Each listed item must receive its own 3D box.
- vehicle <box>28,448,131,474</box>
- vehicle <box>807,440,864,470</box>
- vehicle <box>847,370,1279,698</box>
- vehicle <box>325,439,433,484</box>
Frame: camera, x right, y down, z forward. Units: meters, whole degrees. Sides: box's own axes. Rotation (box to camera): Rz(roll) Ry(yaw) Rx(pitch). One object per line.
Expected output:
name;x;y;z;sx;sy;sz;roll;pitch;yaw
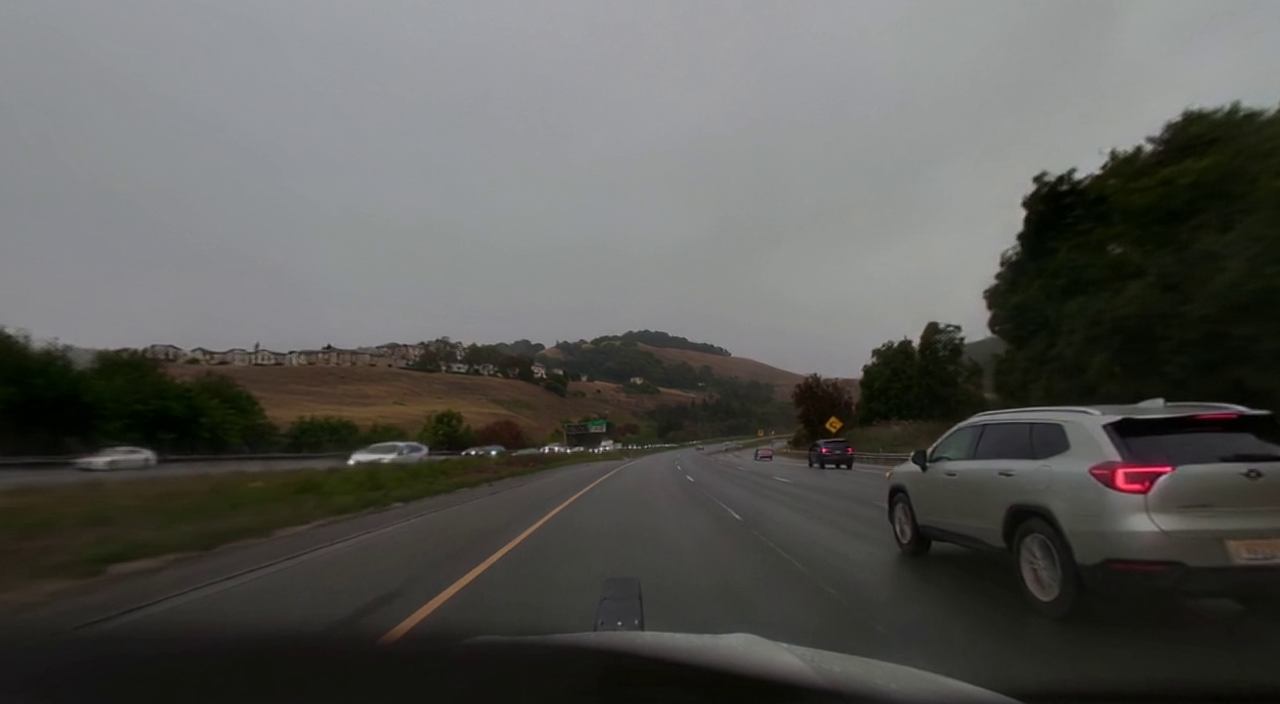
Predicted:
vehicle;-35.307;6.870;39.821;1.809;1.505;4.810;-1;-9;5
vehicle;11.945;6.325;38.743;2.043;1.714;4.453;0;-9;0
vehicle;3.897;1.323;5.793;2.318;1.766;4.587;0;-9;-1
vehicle;-12.467;5.256;30.671;2.517;1.982;5.896;0;-9;2
